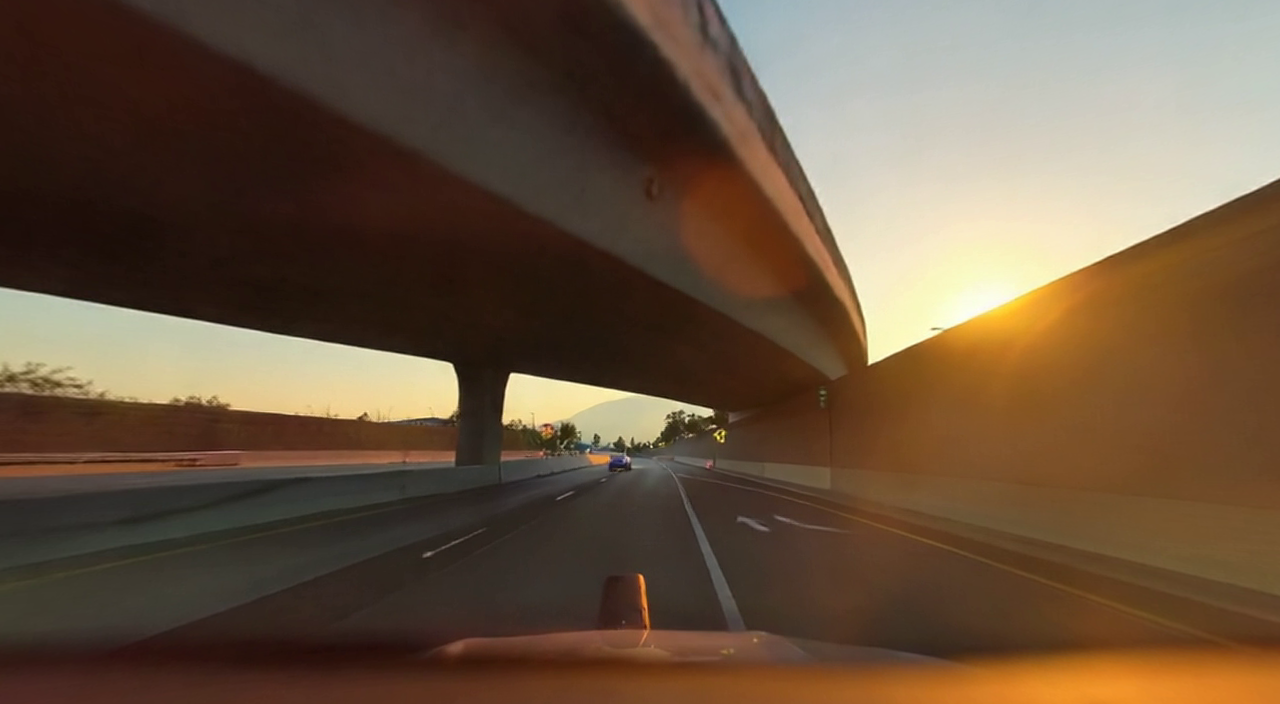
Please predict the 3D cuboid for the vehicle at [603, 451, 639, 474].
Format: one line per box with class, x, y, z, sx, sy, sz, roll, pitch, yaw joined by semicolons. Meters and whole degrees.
vehicle;-1.332;8.040;46.093;2.172;1.587;4.518;-1;-9;3
